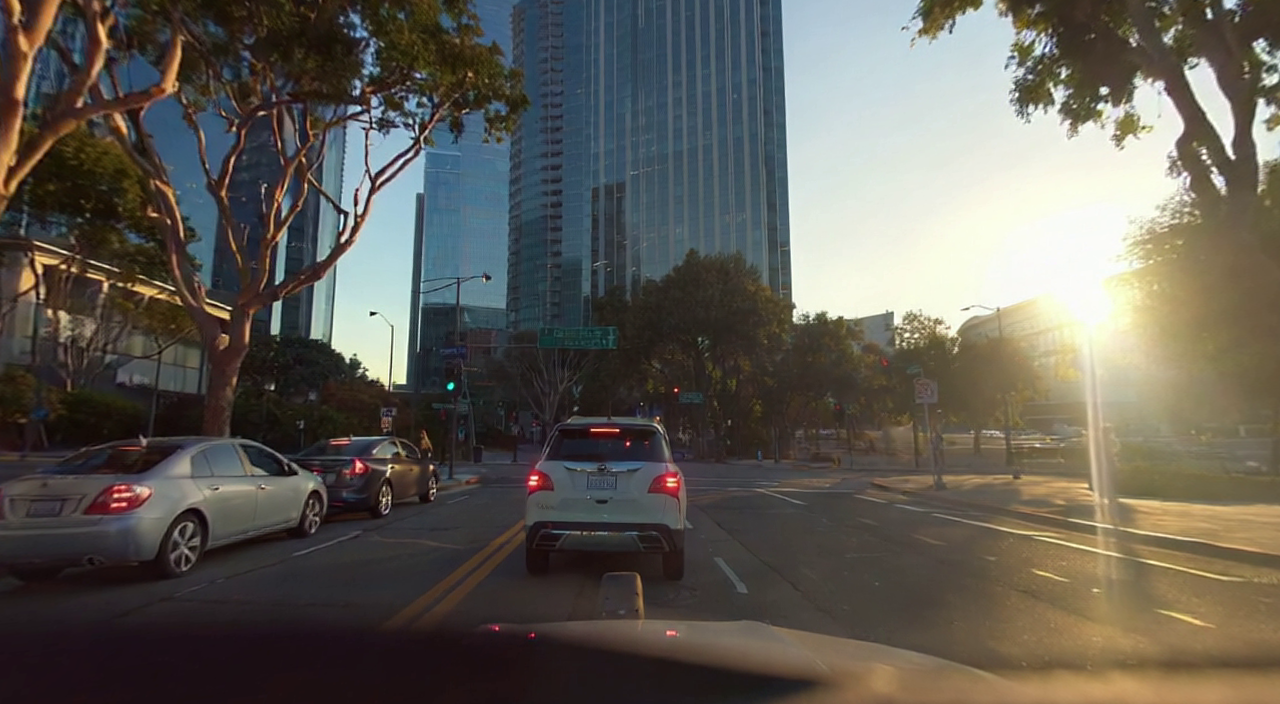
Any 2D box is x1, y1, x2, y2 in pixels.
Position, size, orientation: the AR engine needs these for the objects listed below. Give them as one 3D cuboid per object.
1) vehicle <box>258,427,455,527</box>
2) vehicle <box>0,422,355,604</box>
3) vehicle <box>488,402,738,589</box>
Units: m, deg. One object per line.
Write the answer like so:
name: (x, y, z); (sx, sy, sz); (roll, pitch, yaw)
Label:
vehicle: (-5.872, 2.640, 13.958); (2.077, 1.791, 4.751); (0, -9, 1)
vehicle: (-5.743, 1.857, 8.276); (1.904, 1.684, 4.529); (0, -9, -1)
vehicle: (-0.228, 1.600, 7.779); (2.258, 1.687, 3.934); (0, -9, 1)
